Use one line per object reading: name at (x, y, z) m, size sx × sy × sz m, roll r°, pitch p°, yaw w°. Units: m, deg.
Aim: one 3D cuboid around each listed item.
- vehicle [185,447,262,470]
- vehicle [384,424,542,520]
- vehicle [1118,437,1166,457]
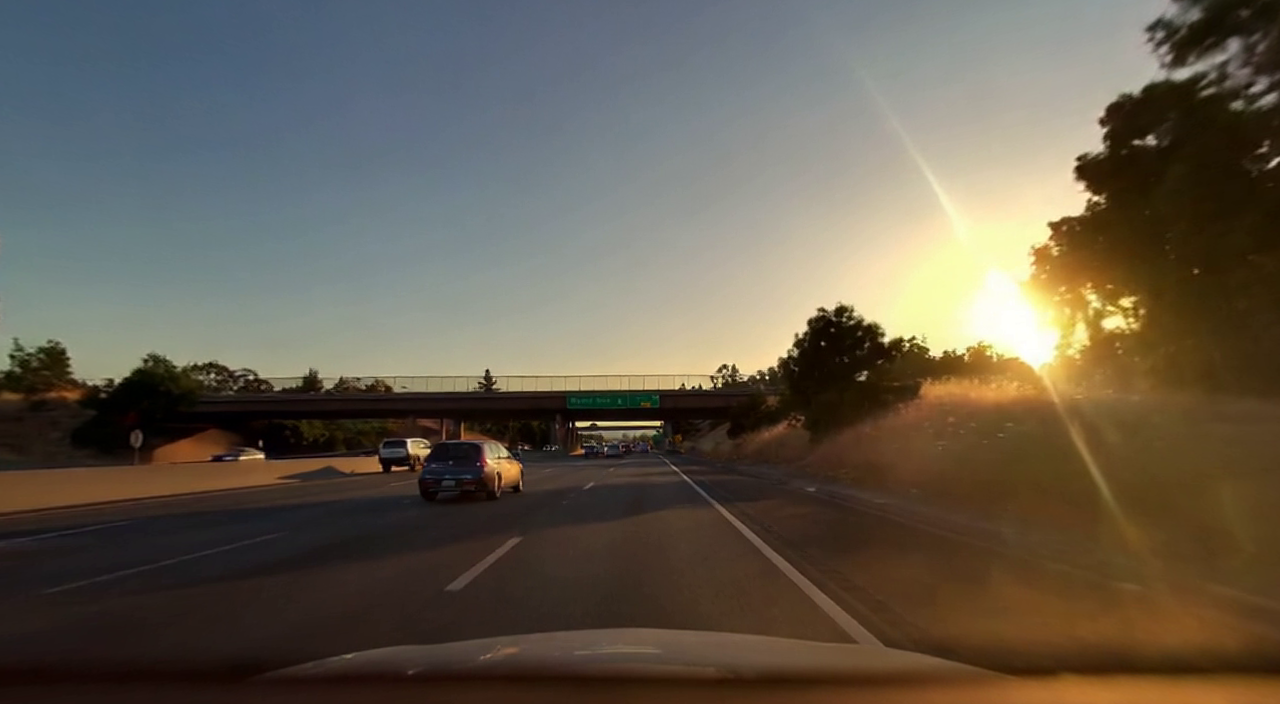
vehicle at (-31.153, 7.972, 47.174) m, size 2.049 × 1.587 × 5.347 m, roll 0°, pitch -9°, yaw 1°
vehicle at (-3.537, 2.492, 13.548) m, size 2.048 × 1.705 × 4.384 m, roll 0°, pitch -8°, yaw 1°
vehicle at (39.473, 7.473, 49.417) m, size 1.981 × 1.473 × 4.317 m, roll -4°, pitch -9°, yaw 26°
